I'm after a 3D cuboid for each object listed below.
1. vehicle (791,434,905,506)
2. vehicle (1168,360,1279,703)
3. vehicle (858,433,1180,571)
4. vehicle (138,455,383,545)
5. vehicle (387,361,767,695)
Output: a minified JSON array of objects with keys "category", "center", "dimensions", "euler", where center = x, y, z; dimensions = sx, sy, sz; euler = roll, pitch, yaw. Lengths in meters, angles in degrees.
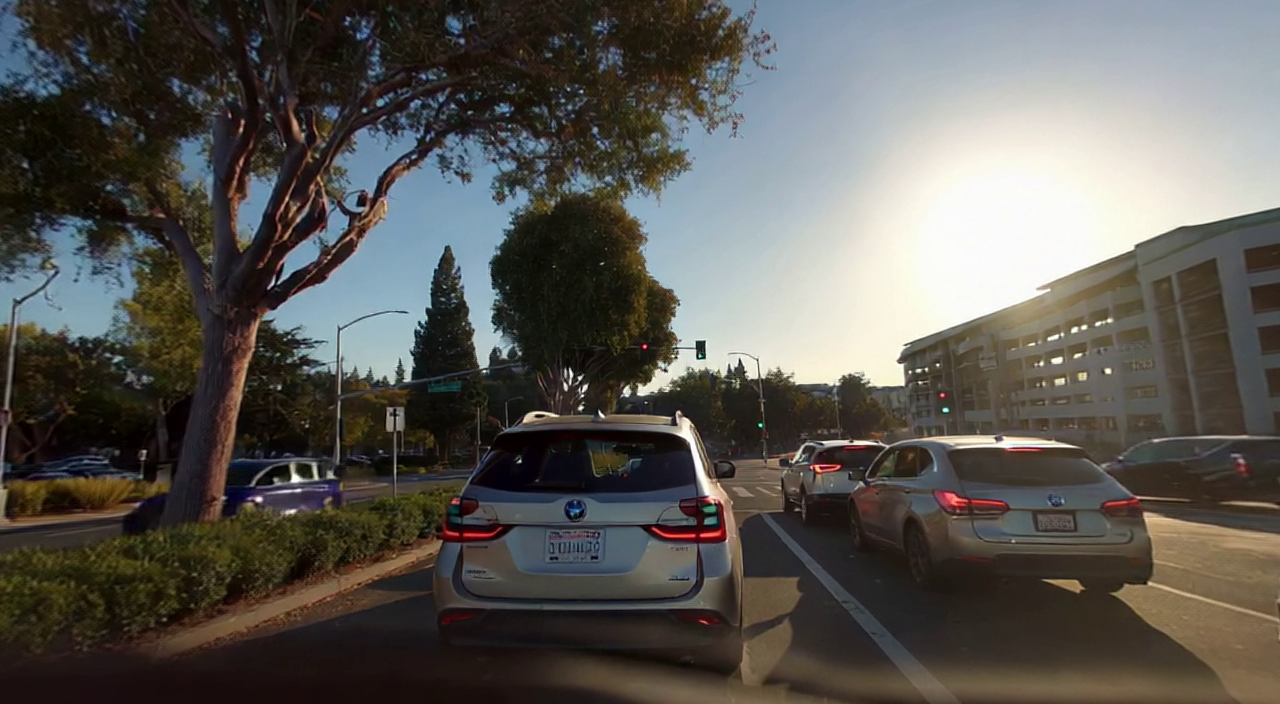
[{"category":"vehicle","center":[5.322,3.034,16.717],"dimensions":[1.994,1.638,4.100],"euler":[-1,-9,6]},{"category":"vehicle","center":[4.047,0.615,1.109],"dimensions":[1.993,1.719,4.953],"euler":[0,-8,1]},{"category":"vehicle","center":[4.904,1.971,9.174],"dimensions":[1.963,1.480,4.553],"euler":[0,-8,2]},{"category":"vehicle","center":[-7.763,3.028,13.662],"dimensions":[2.163,1.500,4.753],"euler":[-1,-8,3]},{"category":"vehicle","center":[-0.208,1.237,5.565],"dimensions":[2.021,1.742,4.295],"euler":[-1,-8,4]}]
